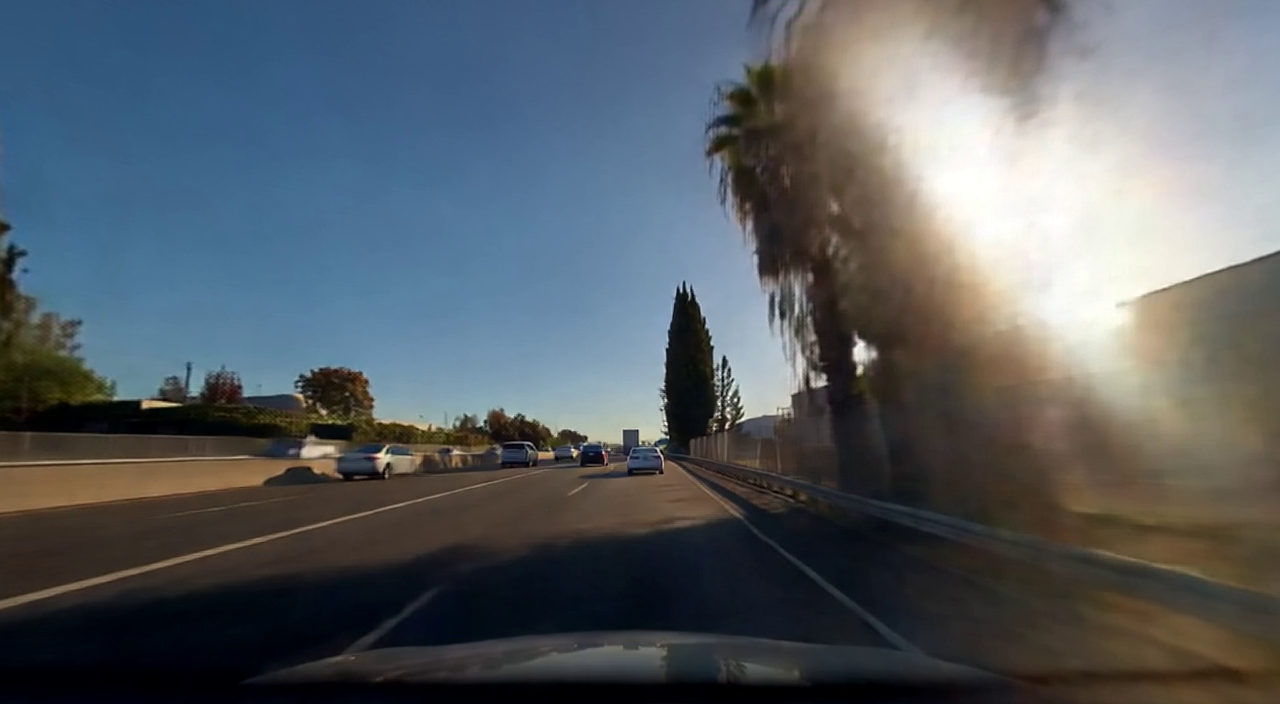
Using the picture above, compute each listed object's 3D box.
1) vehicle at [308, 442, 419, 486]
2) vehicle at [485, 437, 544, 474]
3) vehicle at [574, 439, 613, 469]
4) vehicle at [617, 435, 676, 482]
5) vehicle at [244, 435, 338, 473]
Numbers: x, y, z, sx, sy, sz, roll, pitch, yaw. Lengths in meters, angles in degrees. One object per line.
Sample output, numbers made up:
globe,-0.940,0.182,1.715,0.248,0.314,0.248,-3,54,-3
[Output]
vehicle,-10.416,4.231,24.264,1.910,1.501,5.004,0,-8,2
vehicle,-6.616,5.507,33.823,2.105,1.790,4.689,0,-8,2
vehicle,-3.016,6.770,42.080,2.108,1.832,4.549,0,-8,2
vehicle,0.248,4.177,24.975,2.136,1.678,4.052,0,-8,1
vehicle,-20.689,6.038,37.749,2.304,2.072,5.532,0,-8,2
